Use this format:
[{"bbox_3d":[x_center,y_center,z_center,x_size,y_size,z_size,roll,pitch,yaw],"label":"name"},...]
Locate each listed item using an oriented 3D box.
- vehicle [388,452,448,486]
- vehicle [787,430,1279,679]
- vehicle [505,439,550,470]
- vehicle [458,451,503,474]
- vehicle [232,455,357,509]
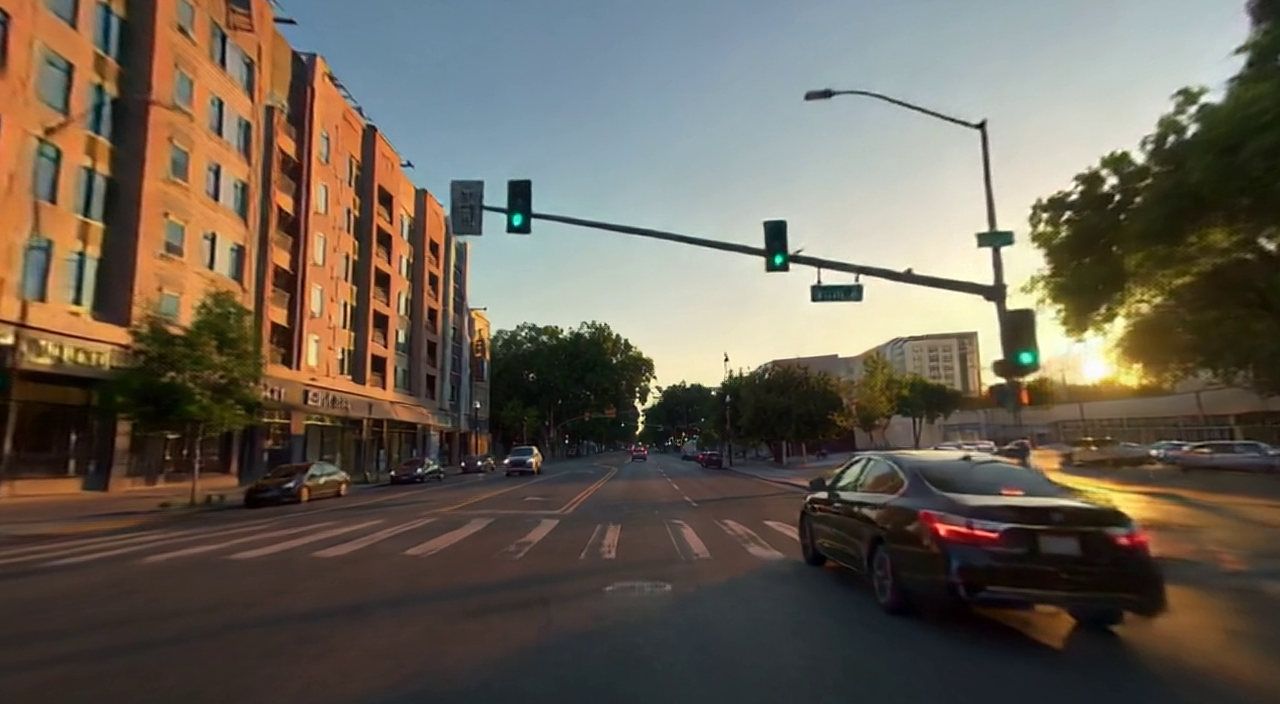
[{"bbox_3d":[-12.211,6.441,34.795,1.867,1.583,4.108,-1,-8,0],"label":"vehicle"},{"bbox_3d":[3.054,1.585,6.153,2.080,1.524,4.348,0,-8,-1],"label":"vehicle"},{"bbox_3d":[-8.295,7.598,46.772,2.379,2.086,5.321,0,-8,0],"label":"vehicle"},{"bbox_3d":[-12.102,8.399,47.874,2.015,1.521,4.798,-1,-8,3],"label":"vehicle"},{"bbox_3d":[-12.225,4.600,22.647,1.910,1.511,4.565,-1,-7,0],"label":"vehicle"}]
